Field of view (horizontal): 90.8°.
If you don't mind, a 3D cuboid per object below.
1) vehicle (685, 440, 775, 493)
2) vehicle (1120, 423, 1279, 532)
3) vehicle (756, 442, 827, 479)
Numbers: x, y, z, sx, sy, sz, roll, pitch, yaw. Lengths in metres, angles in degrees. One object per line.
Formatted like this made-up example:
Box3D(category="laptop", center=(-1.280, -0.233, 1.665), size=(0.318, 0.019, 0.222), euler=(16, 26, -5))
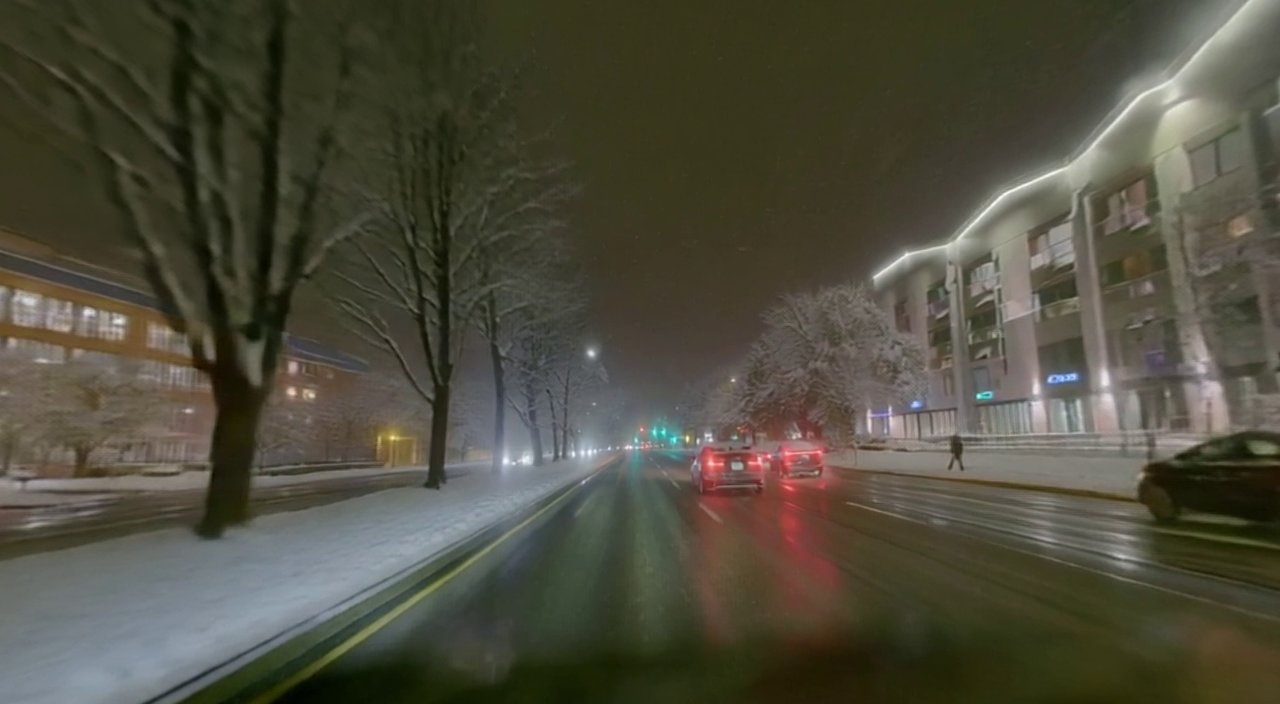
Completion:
Box3D(category="vehicle", center=(2.739, 3.598, 20.344), size=(2.131, 1.491, 4.496), euler=(0, -8, -1))
Box3D(category="vehicle", center=(9.954, 1.831, 9.373), size=(2.003, 1.511, 4.670), euler=(0, -8, 0))
Box3D(category="vehicle", center=(6.357, 4.570, 26.960), size=(1.912, 1.411, 4.380), euler=(0, -8, 0))
